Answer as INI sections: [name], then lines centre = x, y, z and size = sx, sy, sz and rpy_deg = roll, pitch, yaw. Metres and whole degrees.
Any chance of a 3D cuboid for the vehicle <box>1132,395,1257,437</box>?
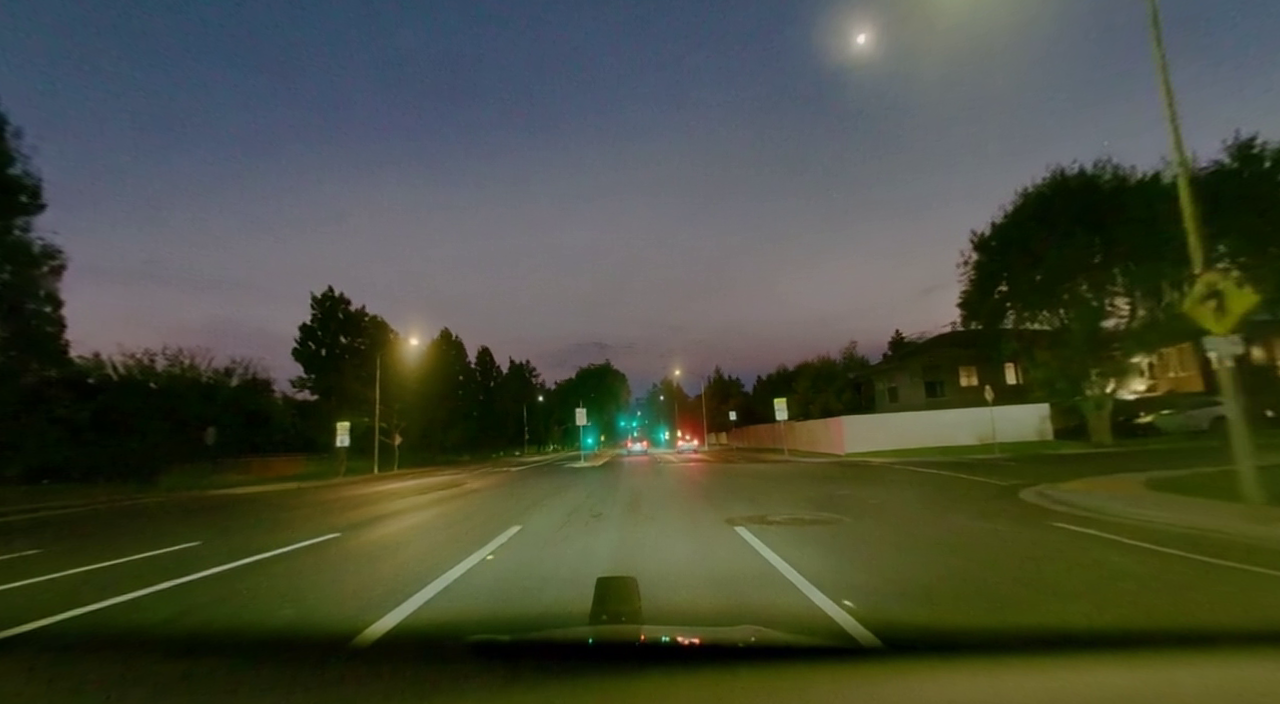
[vehicle]
centre = 31.094, 3.509, 35.714
size = 2.072, 2.012, 5.323
rpy_deg = -5, -4, -1
